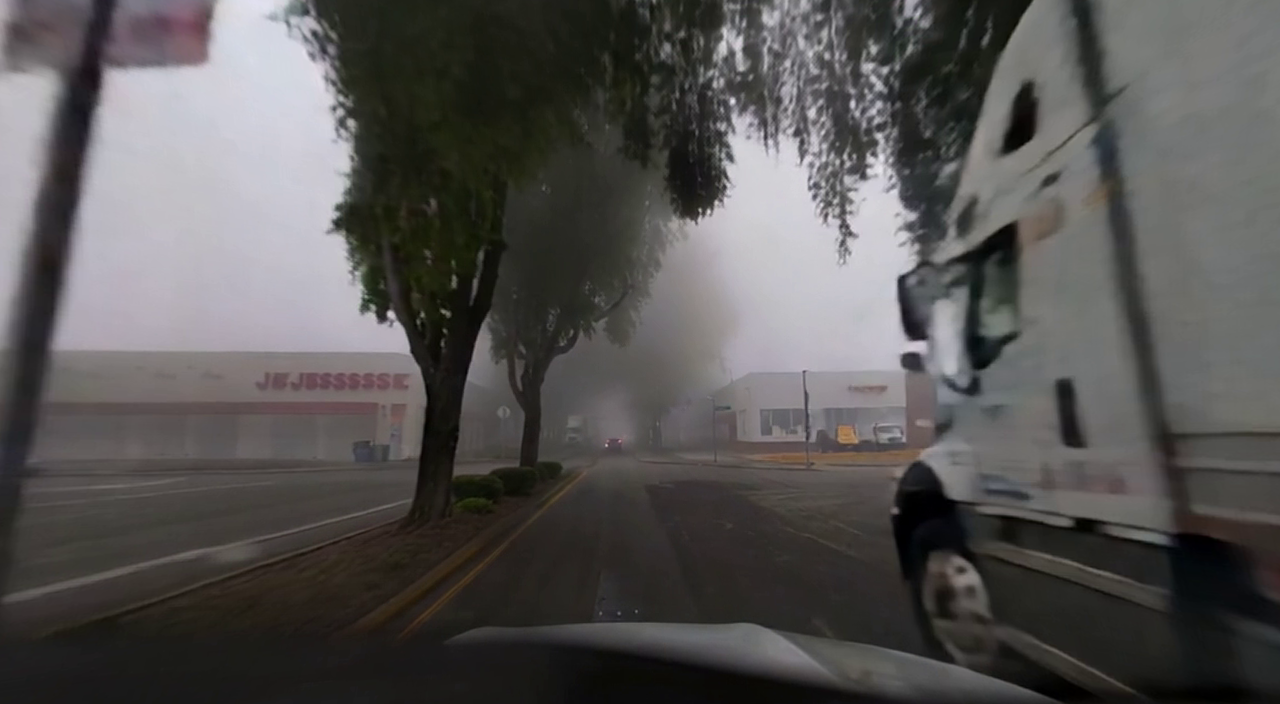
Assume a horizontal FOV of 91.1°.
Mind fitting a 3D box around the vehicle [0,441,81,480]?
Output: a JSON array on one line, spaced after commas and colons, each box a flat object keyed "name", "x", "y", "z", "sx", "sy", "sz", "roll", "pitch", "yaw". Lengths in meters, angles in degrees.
[{"name": "vehicle", "x": -25.034, "y": 4.277, "z": 24.952, "sx": 3.766, "sy": 1.502, "sz": 1.870, "roll": 0, "pitch": -8, "yaw": -2}]
